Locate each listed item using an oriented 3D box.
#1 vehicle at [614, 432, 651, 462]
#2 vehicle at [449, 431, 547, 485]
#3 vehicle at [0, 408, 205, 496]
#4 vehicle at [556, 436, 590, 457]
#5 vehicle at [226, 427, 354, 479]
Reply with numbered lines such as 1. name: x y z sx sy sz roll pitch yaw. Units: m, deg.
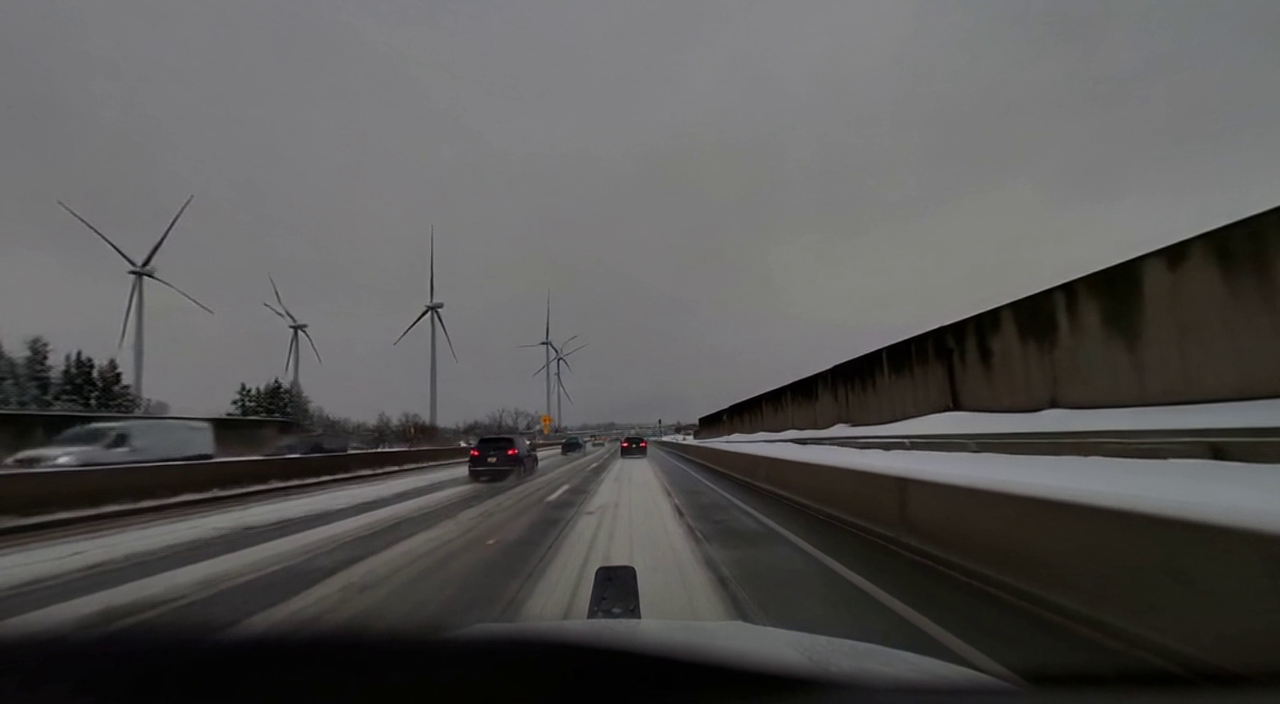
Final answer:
1. vehicle: -0.446 5.375 35.825 2.027 1.550 3.607 0 -8 -2
2. vehicle: -4.260 3.243 19.765 1.998 1.468 4.635 0 -8 0
3. vehicle: -17.865 3.290 21.202 2.522 2.584 5.381 0 -8 0
4. vehicle: -4.644 6.609 44.195 2.059 1.436 3.802 0 -8 -1
5. vehicle: -14.092 4.093 25.845 2.334 1.897 5.142 0 -8 -1
